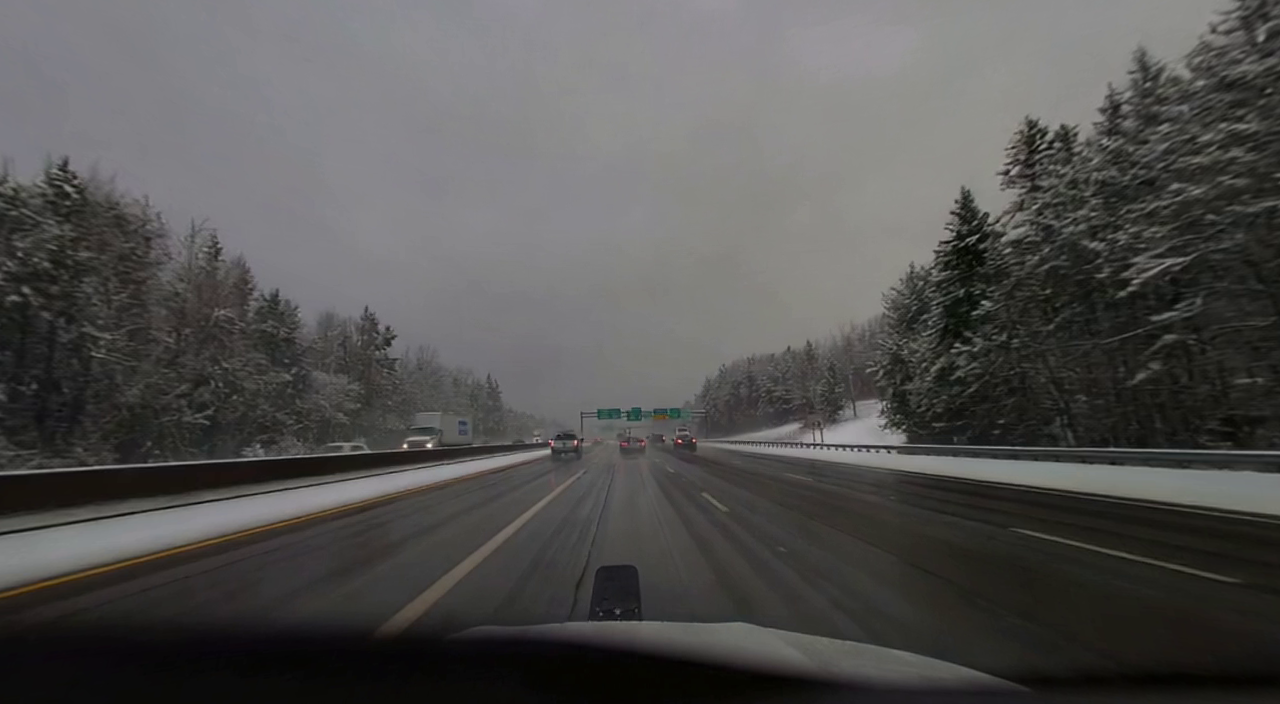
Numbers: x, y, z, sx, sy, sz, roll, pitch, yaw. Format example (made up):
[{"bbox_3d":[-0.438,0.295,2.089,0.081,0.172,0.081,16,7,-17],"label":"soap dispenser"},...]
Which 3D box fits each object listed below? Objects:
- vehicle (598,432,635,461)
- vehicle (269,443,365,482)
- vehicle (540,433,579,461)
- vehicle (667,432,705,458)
[{"bbox_3d":[-1.397,5.708,38.235,2.119,1.629,3.946,0,-8,-1],"label":"vehicle"},{"bbox_3d":[-13.722,4.667,27.009,1.858,1.485,4.334,0,-8,0],"label":"vehicle"},{"bbox_3d":[-5.073,6.039,40.252,2.046,1.658,4.008,0,-8,-1],"label":"vehicle"},{"bbox_3d":[3.043,6.220,42.316,2.066,1.673,4.225,0,-8,-2],"label":"vehicle"}]
